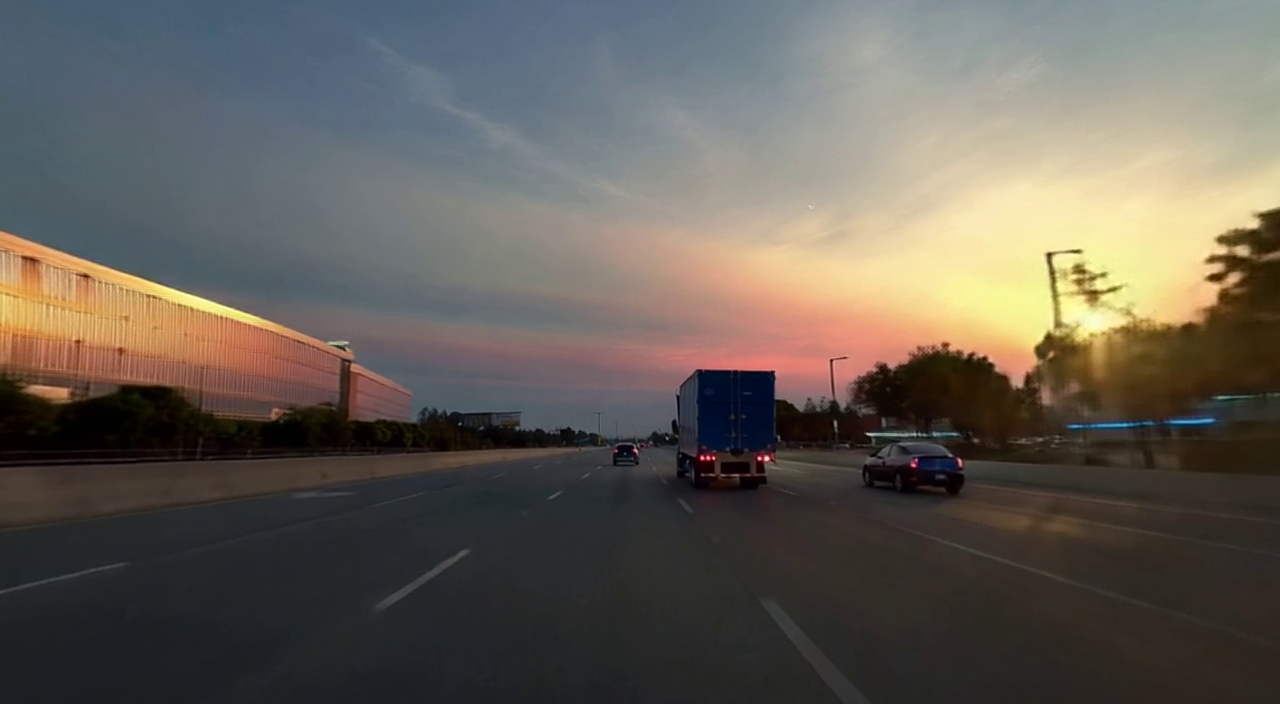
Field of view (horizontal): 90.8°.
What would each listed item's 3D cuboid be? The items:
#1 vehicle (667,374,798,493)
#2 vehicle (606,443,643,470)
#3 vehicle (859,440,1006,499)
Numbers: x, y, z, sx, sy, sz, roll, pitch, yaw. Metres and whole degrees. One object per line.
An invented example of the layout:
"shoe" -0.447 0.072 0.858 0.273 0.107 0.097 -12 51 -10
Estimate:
"vehicle" 2.840 3.104 23.393 2.934 3.325 10.986 0 -8 -1
"vehicle" -0.851 5.891 35.720 1.929 1.395 3.999 0 -8 -1
"vehicle" 8.292 3.351 18.513 2.105 1.494 4.537 0 -8 0
